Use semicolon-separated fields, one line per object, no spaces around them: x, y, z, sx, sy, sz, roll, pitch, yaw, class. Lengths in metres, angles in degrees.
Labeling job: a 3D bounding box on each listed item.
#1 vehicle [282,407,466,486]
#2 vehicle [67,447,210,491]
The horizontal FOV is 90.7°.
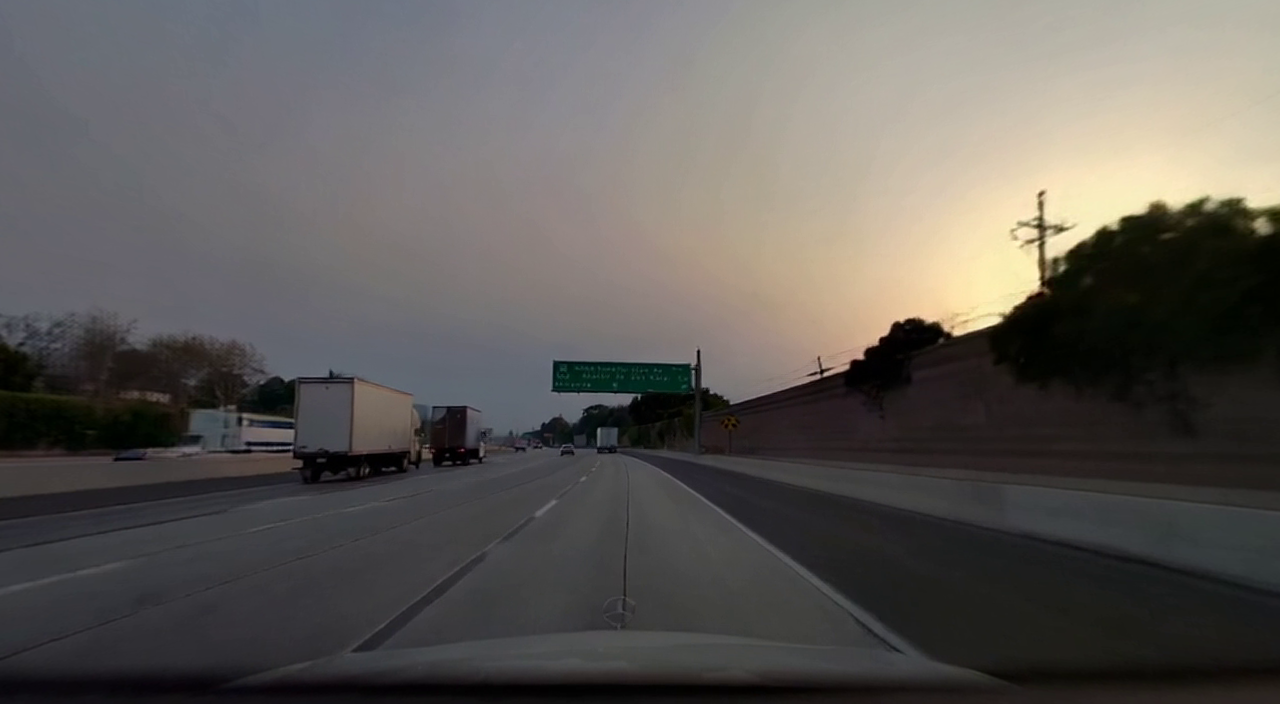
-11.152;4.312;29.107;3.270;2.674;14.547;1;-8;-4;vehicle
-18.670;4.341;23.900;1.842;1.452;4.612;0;-8;-3;vehicle
